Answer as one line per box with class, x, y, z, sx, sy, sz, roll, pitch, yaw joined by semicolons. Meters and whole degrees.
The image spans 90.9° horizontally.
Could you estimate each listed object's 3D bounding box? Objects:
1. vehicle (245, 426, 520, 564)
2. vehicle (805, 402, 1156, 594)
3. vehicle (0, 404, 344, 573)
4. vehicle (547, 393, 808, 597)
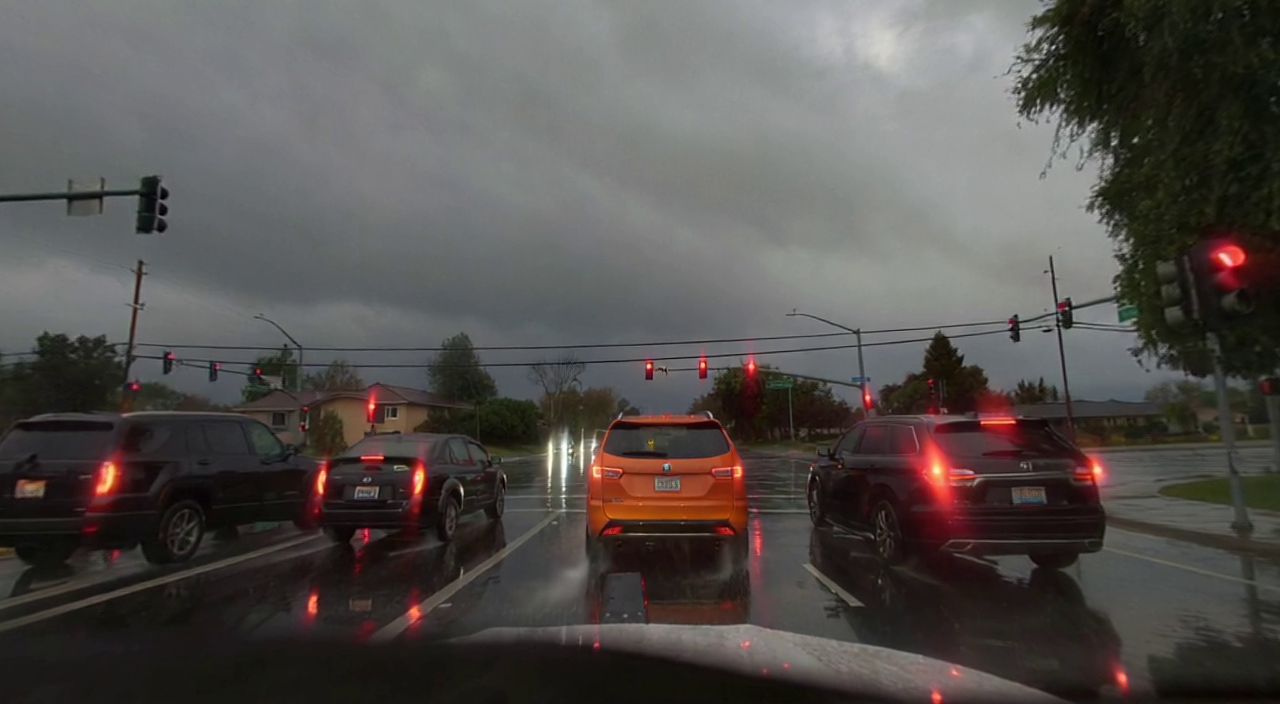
vehicle;-3.240;1.884;9.104;1.885;1.475;4.359;-1;-8;4
vehicle;3.527;1.587;7.738;2.047;1.638;4.395;-1;-8;4
vehicle;-6.626;1.823;9.245;2.075;1.796;4.785;0;-8;2
vehicle;0.392;1.519;7.496;2.198;1.708;4.170;0;-8;2
